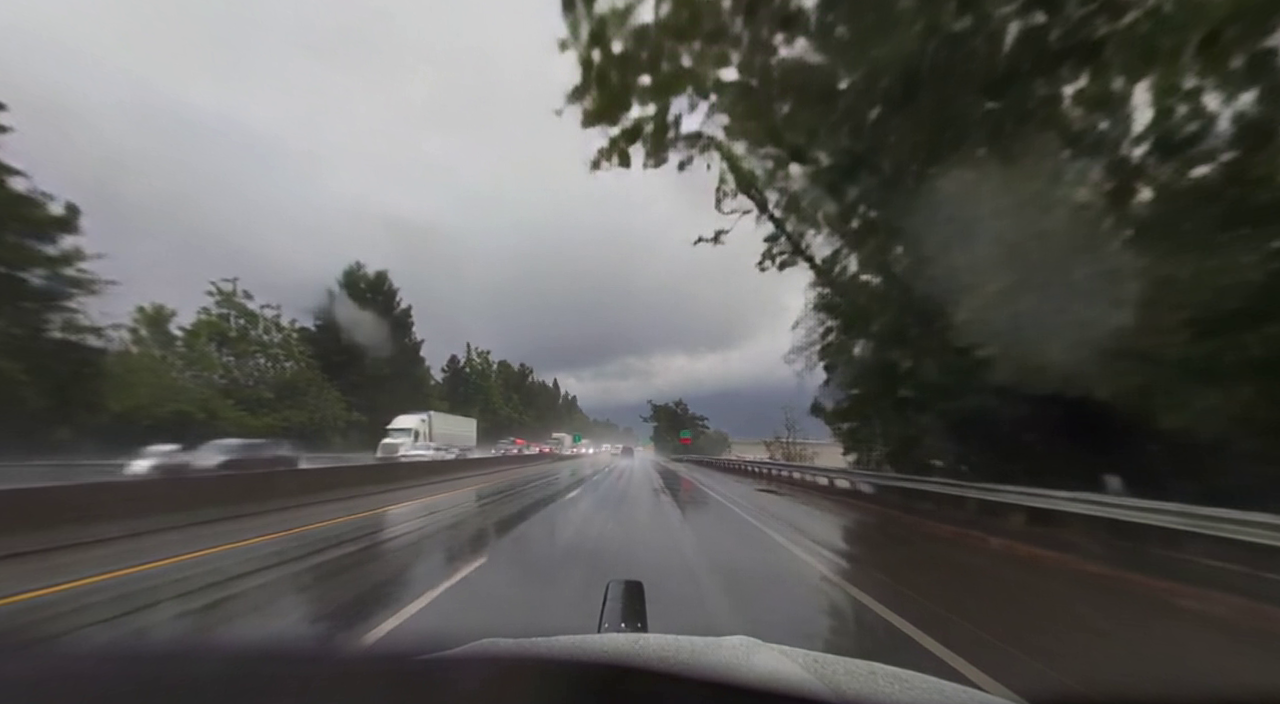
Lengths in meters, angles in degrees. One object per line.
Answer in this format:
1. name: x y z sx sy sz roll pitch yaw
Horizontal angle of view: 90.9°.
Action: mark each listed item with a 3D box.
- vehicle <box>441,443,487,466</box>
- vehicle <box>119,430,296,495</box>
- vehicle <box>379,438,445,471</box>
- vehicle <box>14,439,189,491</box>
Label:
1. vehicle: -12.456 7.305 44.910 1.995 1.557 4.654 0 -9 0
2. vehicle: -12.738 3.285 19.042 2.007 1.684 4.613 0 -9 0
3. vehicle: -12.717 5.742 35.442 1.932 1.742 4.577 0 -9 1
4. vehicle: -17.068 3.583 20.308 1.955 1.476 4.119 0 -9 0
